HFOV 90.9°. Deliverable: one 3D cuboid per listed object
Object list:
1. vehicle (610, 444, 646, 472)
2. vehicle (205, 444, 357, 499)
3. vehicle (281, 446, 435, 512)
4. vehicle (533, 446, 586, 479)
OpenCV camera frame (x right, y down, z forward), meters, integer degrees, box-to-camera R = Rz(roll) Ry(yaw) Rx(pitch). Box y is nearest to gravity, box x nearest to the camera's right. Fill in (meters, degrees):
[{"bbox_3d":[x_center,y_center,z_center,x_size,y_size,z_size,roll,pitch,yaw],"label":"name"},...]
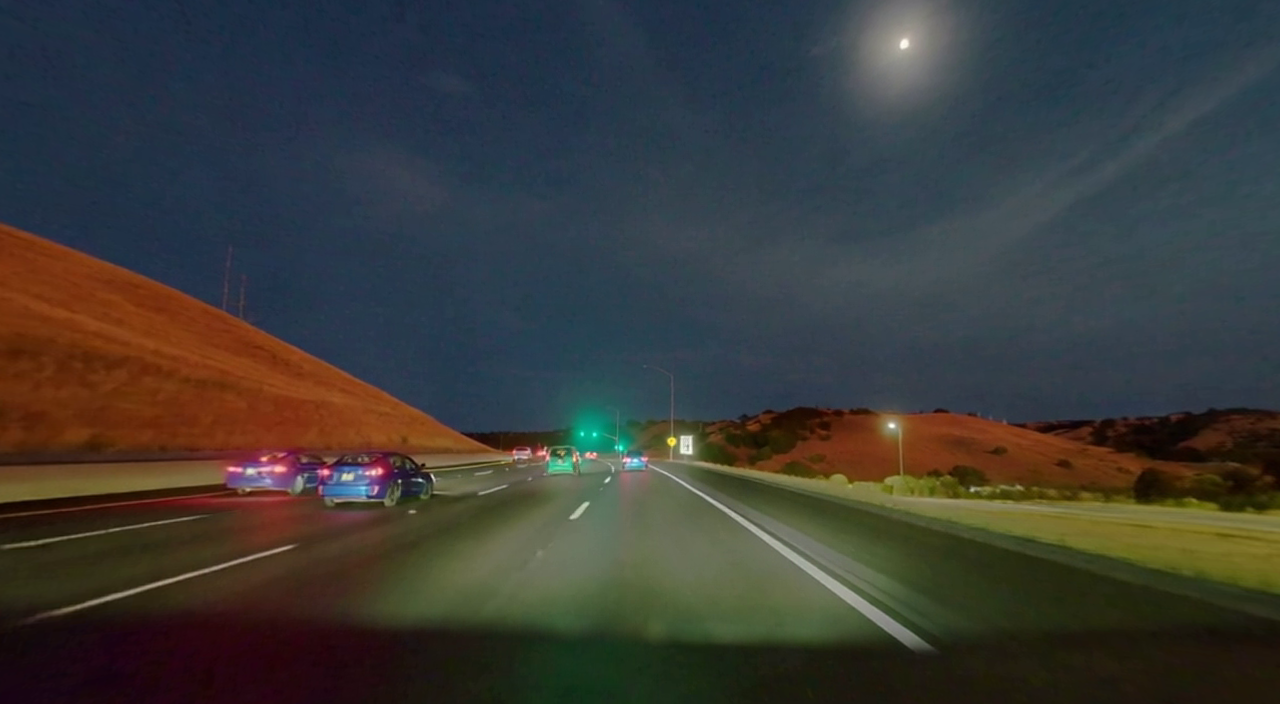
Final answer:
[{"bbox_3d":[-0.806,6.804,40.838,2.225,1.674,4.044,0,-8,-2],"label":"vehicle"},{"bbox_3d":[-11.224,3.730,20.239,2.048,1.501,4.898,0,-8,-1],"label":"vehicle"},{"bbox_3d":[-6.937,3.130,16.119,1.991,1.441,4.265,0,-8,-1],"label":"vehicle"},{"bbox_3d":[-3.943,5.492,31.641,2.144,1.505,4.649,0,-8,-1],"label":"vehicle"}]
